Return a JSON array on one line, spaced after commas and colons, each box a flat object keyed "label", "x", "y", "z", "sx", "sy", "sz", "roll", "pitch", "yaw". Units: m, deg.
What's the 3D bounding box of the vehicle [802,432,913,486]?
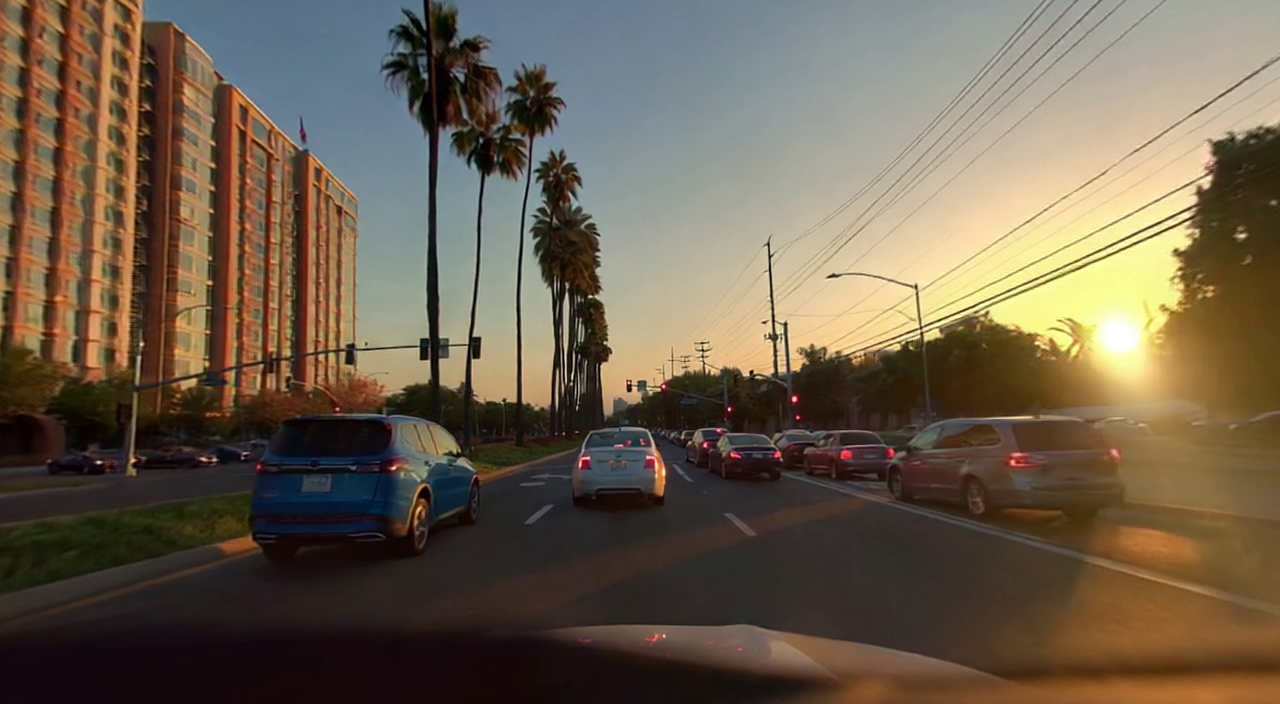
[{"label": "vehicle", "x": 6.518, "y": 3.266, "z": 19.516, "sx": 1.764, "sy": 1.451, "sz": 4.300, "roll": 0, "pitch": -9, "yaw": -2}]

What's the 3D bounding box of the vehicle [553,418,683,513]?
[{"label": "vehicle", "x": -0.438, "y": 2.334, "z": 13.417, "sx": 2.302, "sy": 1.681, "sz": 4.217, "roll": 0, "pitch": -9, "yaw": -1}]

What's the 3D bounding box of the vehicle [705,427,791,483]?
[{"label": "vehicle", "x": 3.322, "y": 3.273, "z": 20.310, "sx": 1.975, "sy": 1.598, "sz": 4.025, "roll": 0, "pitch": -9, "yaw": -1}]

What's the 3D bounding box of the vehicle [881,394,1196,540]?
[{"label": "vehicle", "x": 6.490, "y": 1.970, "z": 11.371, "sx": 2.130, "sy": 1.979, "sz": 5.310, "roll": 0, "pitch": -9, "yaw": -1}]

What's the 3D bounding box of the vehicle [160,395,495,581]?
[{"label": "vehicle", "x": -3.518, "y": 1.634, "z": 8.346, "sx": 2.136, "sy": 1.779, "sz": 4.417, "roll": 0, "pitch": -9, "yaw": 0}]

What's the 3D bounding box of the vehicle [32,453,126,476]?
[{"label": "vehicle", "x": -42.485, "y": 8.527, "z": 47.956, "sx": 4.867, "sy": 1.689, "sz": 1.971, "roll": 1, "pitch": -9, "yaw": -8}]
